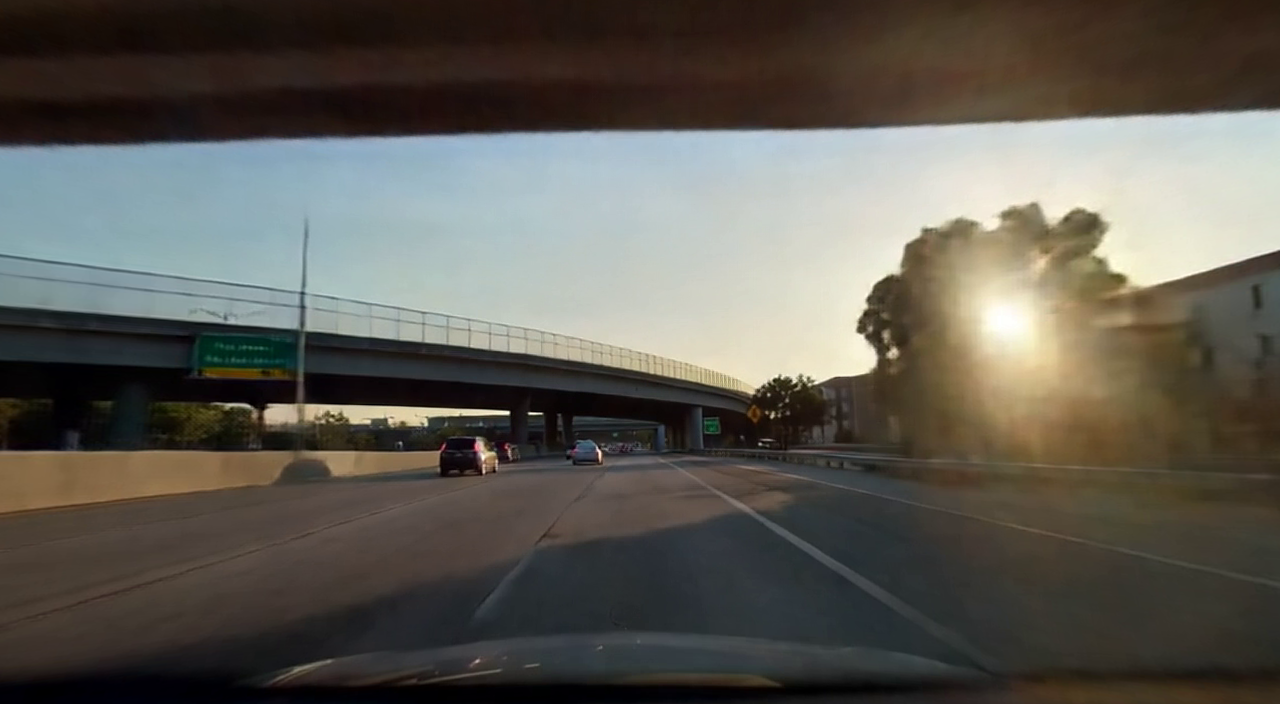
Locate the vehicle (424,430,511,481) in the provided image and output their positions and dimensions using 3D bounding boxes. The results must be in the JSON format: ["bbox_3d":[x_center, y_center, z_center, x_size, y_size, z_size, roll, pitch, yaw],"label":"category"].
[{"bbox_3d":[-6.624,4.025,24.838,2.015,1.762,4.790,0,-8,1],"label":"vehicle"}]

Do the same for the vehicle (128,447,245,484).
[{"bbox_3d":[-19.574,4.895,27.541,1.822,1.434,4.510,2,-9,-2],"label":"vehicle"}]

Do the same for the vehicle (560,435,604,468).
[{"bbox_3d":[-3.207,5.593,35.666,2.027,1.697,4.307,0,-8,0],"label":"vehicle"}]
